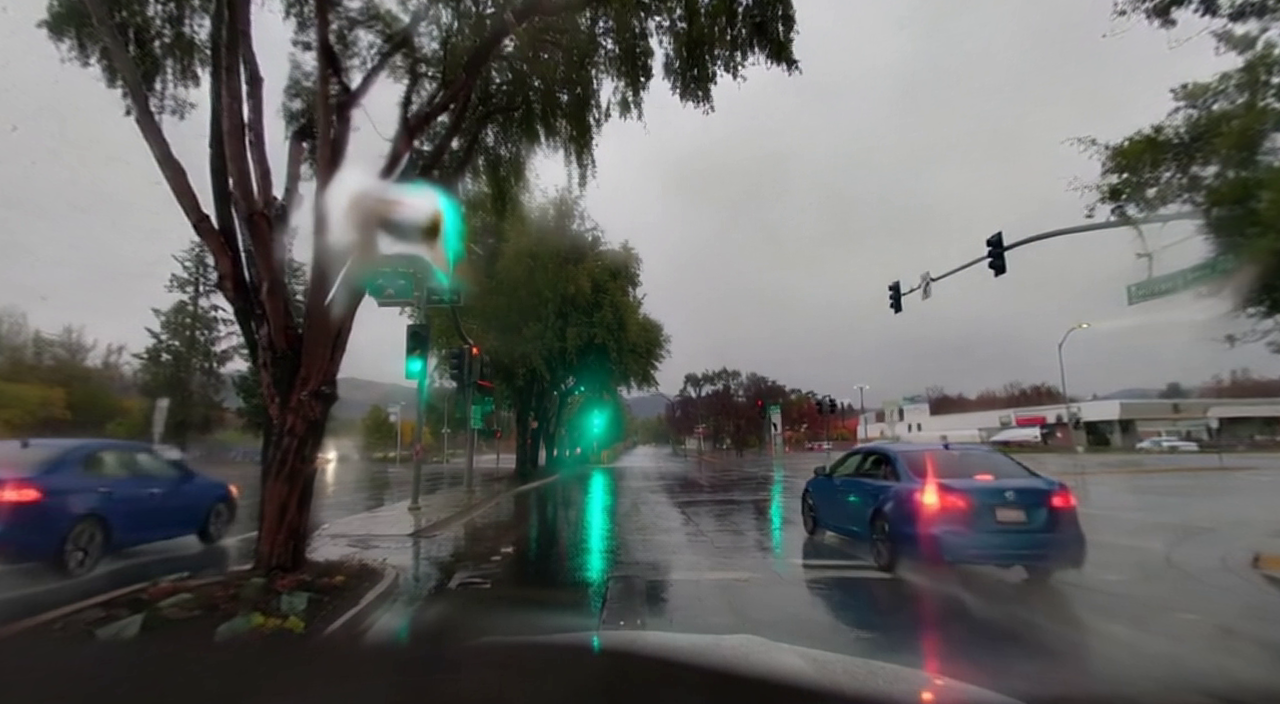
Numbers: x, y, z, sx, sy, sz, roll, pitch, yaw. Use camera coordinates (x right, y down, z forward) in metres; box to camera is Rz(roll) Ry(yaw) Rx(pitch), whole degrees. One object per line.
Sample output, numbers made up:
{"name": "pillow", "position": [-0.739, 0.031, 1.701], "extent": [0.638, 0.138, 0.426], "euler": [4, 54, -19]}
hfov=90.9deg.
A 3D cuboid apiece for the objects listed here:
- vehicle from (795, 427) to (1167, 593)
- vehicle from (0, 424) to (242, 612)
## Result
{"name": "vehicle", "position": [3.724, 1.781, 8.113], "extent": [1.940, 1.487, 4.562], "euler": [1, -8, -5]}
{"name": "vehicle", "position": [-6.081, 1.434, 5.795], "extent": [1.995, 1.470, 4.556], "euler": [0, -8, -2]}
